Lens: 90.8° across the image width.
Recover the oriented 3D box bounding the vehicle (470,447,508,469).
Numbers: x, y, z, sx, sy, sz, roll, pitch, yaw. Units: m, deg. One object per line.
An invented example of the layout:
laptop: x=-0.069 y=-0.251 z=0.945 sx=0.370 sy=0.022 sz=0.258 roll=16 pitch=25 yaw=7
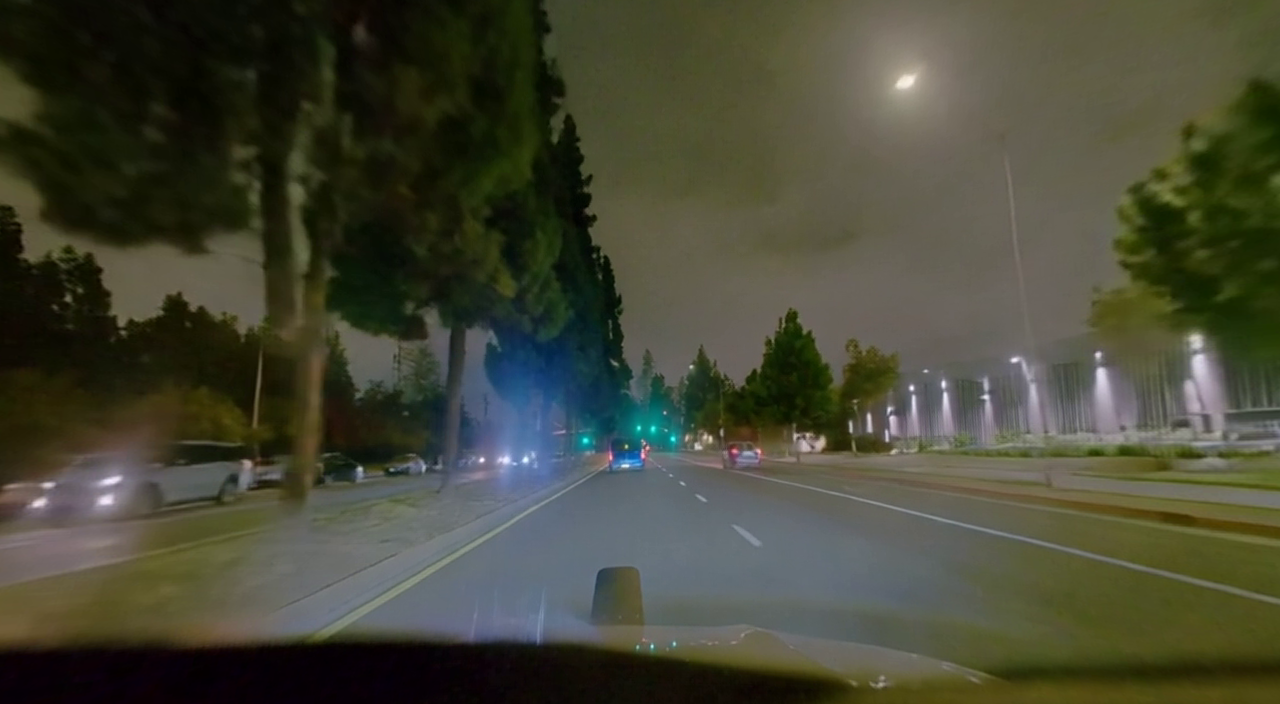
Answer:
vehicle: x=-11.526 y=8.089 z=48.518 sx=1.904 sy=1.622 sz=4.225 roll=0 pitch=-9 yaw=0

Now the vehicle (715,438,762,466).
vehicle: x=6.764 y=6.954 z=44.047 sx=2.364 sy=1.781 sz=4.854 roll=0 pitch=-9 yaw=-2

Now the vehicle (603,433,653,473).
vehicle: x=-0.586 y=5.253 z=33.086 sx=2.411 sy=1.937 sz=5.186 roll=0 pitch=-9 yaw=-1

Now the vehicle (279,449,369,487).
vehicle: x=-14.800 y=5.418 z=29.923 sx=1.950 sy=1.655 sz=4.395 roll=0 pitch=-9 yaw=0

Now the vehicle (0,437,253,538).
vehicle: x=-11.538 y=2.947 z=14.676 sx=2.082 sy=1.824 sz=4.840 roll=-2 pitch=-7 yaw=-1

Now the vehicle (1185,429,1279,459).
vehicle: x=31.542 y=4.794 z=33.005 sx=1.743 sy=1.445 sz=4.495 roll=1 pitch=-9 yaw=-9

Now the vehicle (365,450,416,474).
vehicle: x=-18.710 y=8.247 z=47.580 sx=1.980 sy=1.712 sz=4.535 roll=0 pitch=-9 yaw=1

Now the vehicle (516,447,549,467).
vehicle: x=-8.285 y=8.120 z=49.102 sx=1.964 sy=1.478 sz=4.368 roll=0 pitch=-9 yaw=-2
